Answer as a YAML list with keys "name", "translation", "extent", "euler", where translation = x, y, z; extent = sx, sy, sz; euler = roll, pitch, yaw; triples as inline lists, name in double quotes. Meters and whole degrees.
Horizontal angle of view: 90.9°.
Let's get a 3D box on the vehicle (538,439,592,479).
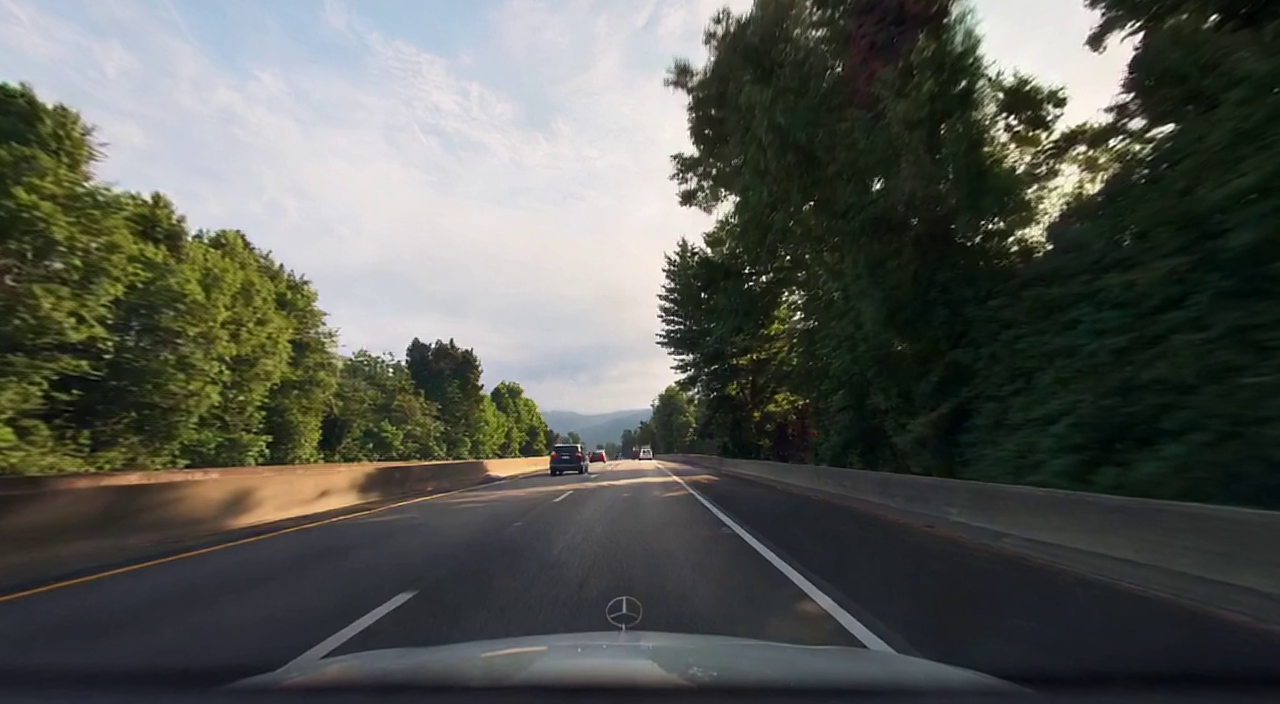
- name: "vehicle"
  translation: [-3.593, 5.206, 30.957]
  extent: [2.056, 1.811, 4.202]
  euler: [0, -9, 1]
